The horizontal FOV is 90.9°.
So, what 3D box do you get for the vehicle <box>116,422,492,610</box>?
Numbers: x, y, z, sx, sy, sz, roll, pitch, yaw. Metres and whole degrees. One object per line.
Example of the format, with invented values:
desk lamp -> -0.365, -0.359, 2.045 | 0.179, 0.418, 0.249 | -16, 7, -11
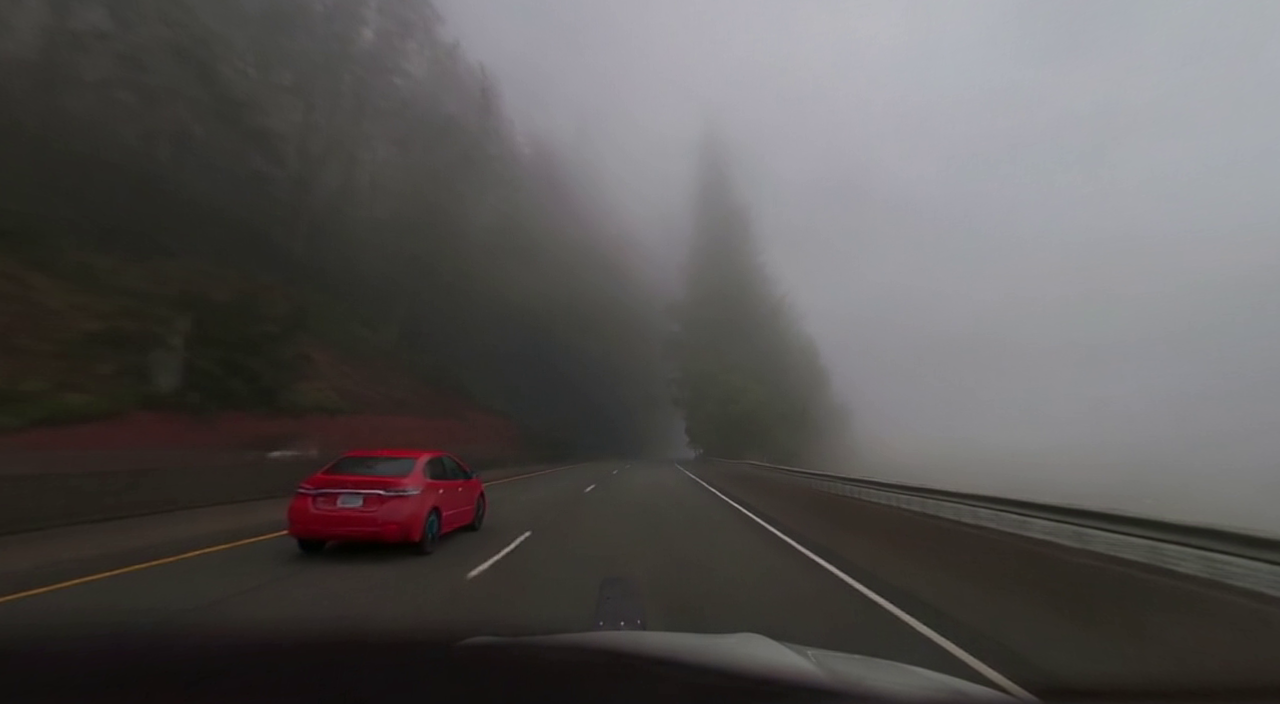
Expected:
vehicle -> -3.187, 1.633, 7.172 | 1.934, 1.486, 4.115 | 0, -9, 1
